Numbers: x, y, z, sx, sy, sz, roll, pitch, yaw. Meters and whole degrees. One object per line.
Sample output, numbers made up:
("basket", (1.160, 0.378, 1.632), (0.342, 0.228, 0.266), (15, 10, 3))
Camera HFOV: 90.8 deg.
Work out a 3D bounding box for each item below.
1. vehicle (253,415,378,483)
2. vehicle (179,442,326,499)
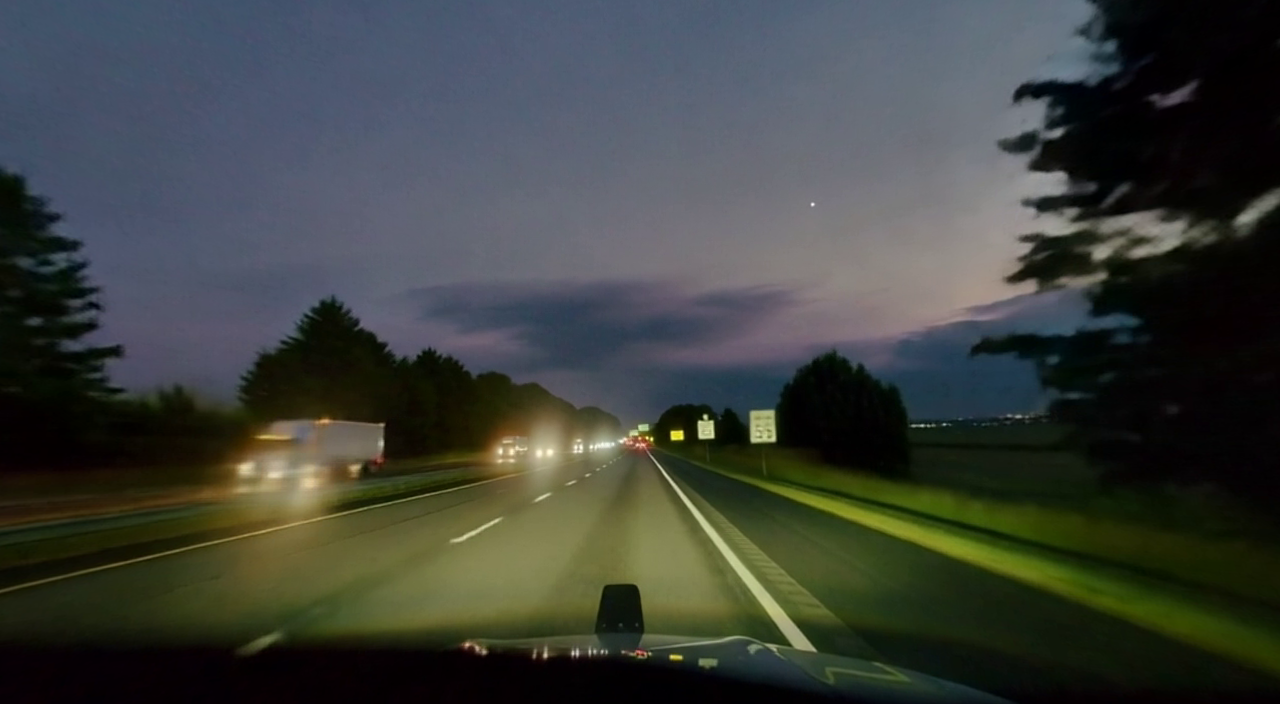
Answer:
("vehicle", (-16.594, 5.083, 33.010), (2.573, 3.131, 7.517), (0, -9, -1))
("vehicle", (-12.242, 3.744, 20.346), (1.903, 1.592, 4.451), (0, -9, 0))
